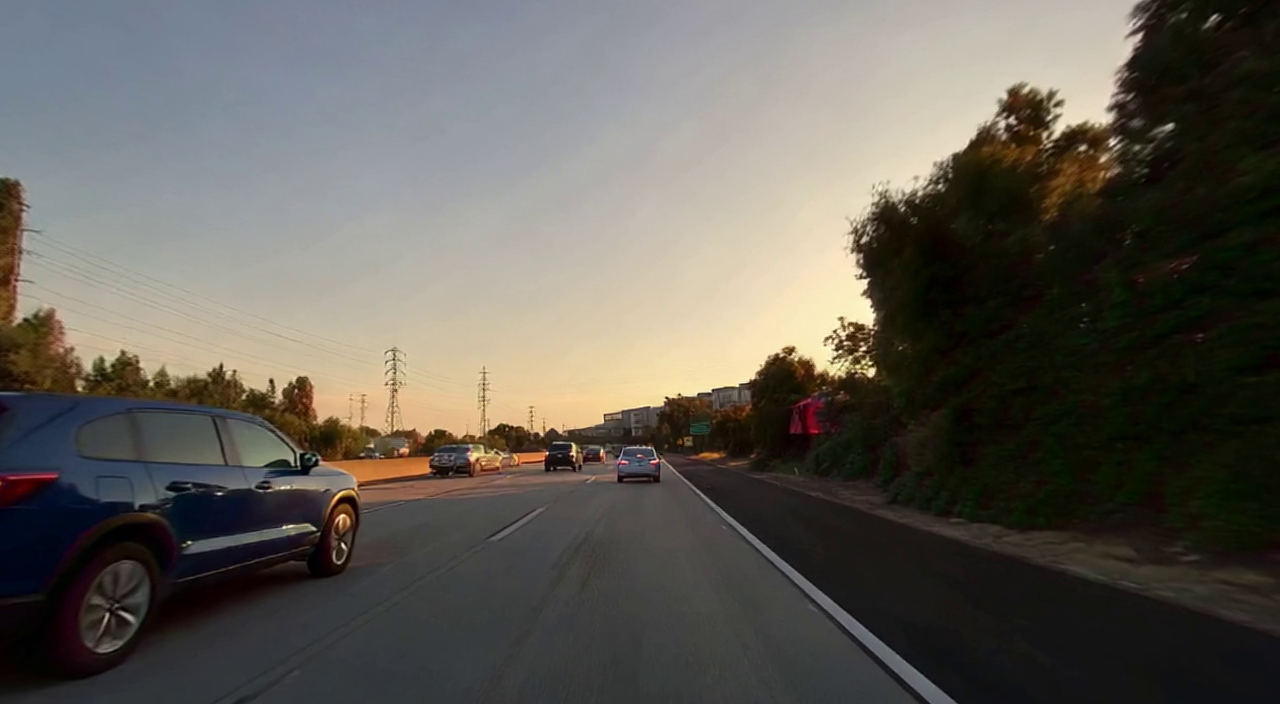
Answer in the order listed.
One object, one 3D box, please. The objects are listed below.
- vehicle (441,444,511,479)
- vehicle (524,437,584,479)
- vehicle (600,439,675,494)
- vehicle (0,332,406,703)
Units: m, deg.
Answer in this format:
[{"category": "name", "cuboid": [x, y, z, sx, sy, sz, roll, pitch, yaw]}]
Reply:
[{"category": "vehicle", "cuboid": [-7.428, 4.987, 29.072, 1.902, 1.467, 4.574, -1, -8, 2]}, {"category": "vehicle", "cuboid": [-3.738, 4.711, 28.274, 1.993, 1.717, 4.321, -1, -8, 1]}, {"category": "vehicle", "cuboid": [-0.063, 3.445, 19.300, 2.047, 1.473, 3.978, 0, -8, 0]}, {"category": "vehicle", "cuboid": [-3.725, 1.141, 4.761, 2.133, 1.789, 4.518, 0, -8, 0]}]
